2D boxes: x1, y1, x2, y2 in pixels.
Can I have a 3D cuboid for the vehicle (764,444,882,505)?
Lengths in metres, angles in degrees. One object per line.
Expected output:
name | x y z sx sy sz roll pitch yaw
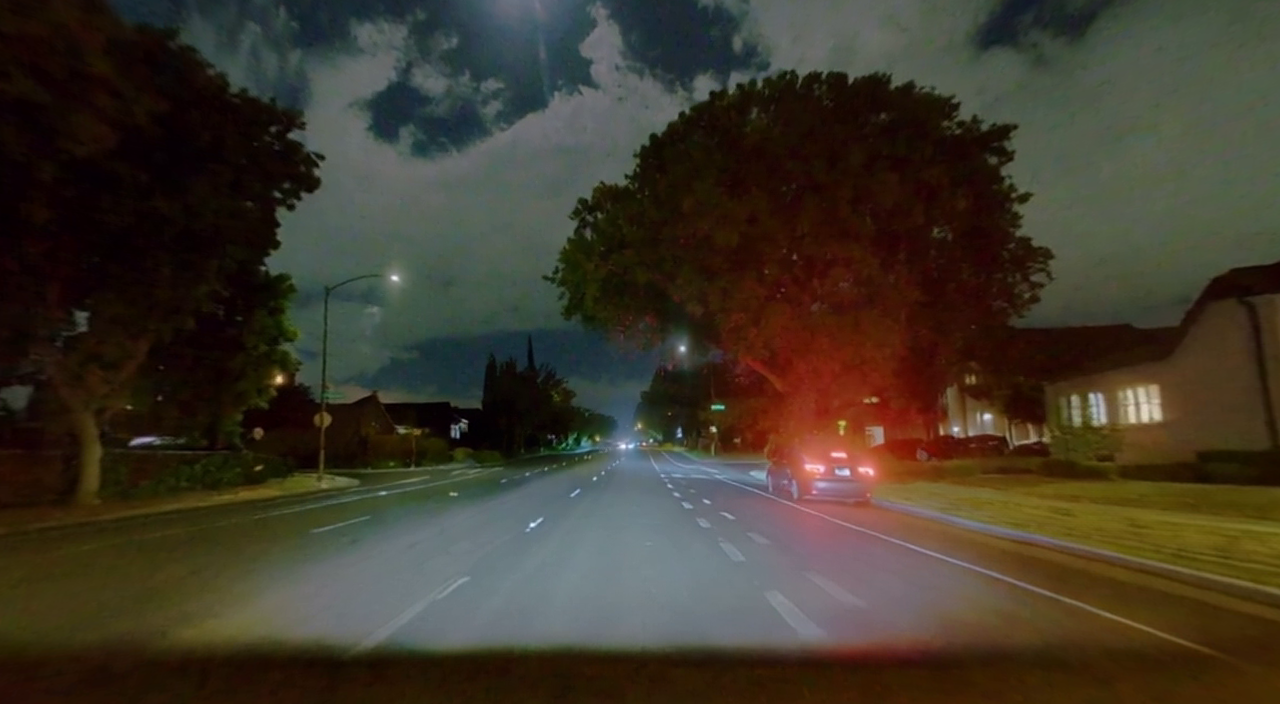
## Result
vehicle | 4.970 3.358 17.859 1.904 1.475 4.386 0 -8 -2
